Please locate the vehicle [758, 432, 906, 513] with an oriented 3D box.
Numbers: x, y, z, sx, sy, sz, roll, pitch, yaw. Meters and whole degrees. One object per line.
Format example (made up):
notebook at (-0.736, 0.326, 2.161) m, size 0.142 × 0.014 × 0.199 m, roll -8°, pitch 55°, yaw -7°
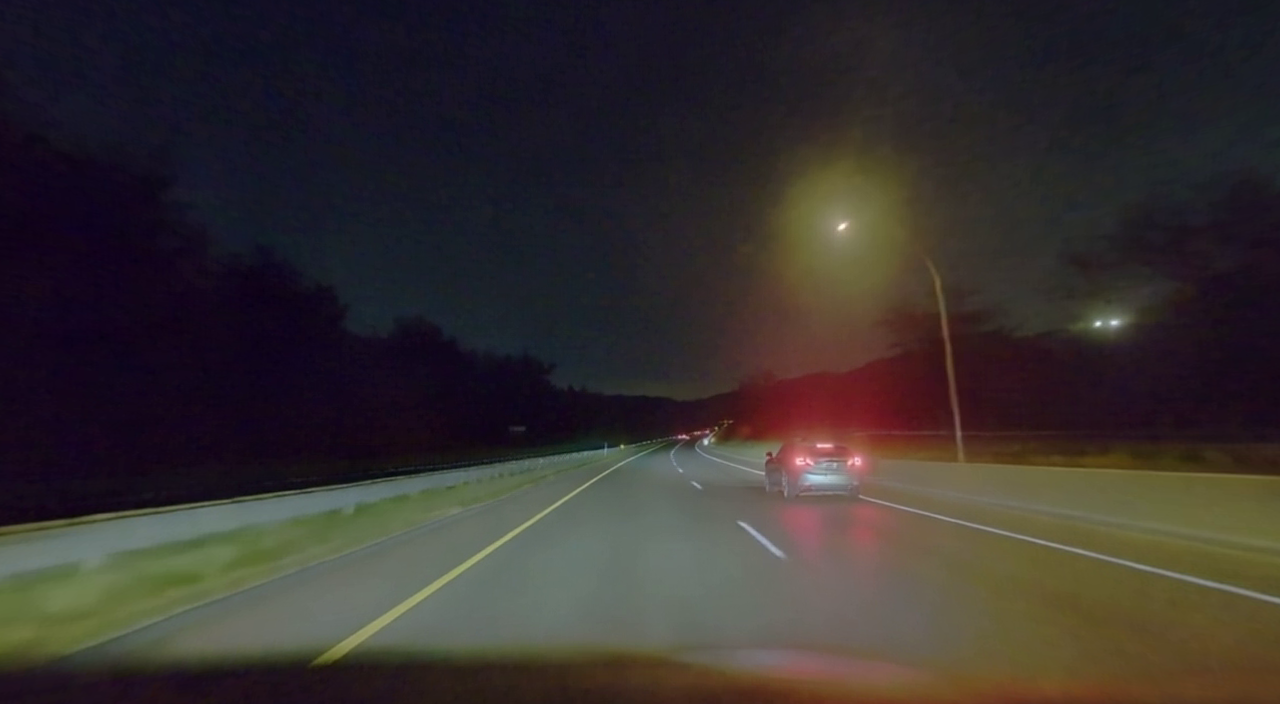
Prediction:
vehicle at (4.052, 2.609, 14.109) m, size 1.997 × 1.515 × 4.025 m, roll 0°, pitch -9°, yaw 0°
